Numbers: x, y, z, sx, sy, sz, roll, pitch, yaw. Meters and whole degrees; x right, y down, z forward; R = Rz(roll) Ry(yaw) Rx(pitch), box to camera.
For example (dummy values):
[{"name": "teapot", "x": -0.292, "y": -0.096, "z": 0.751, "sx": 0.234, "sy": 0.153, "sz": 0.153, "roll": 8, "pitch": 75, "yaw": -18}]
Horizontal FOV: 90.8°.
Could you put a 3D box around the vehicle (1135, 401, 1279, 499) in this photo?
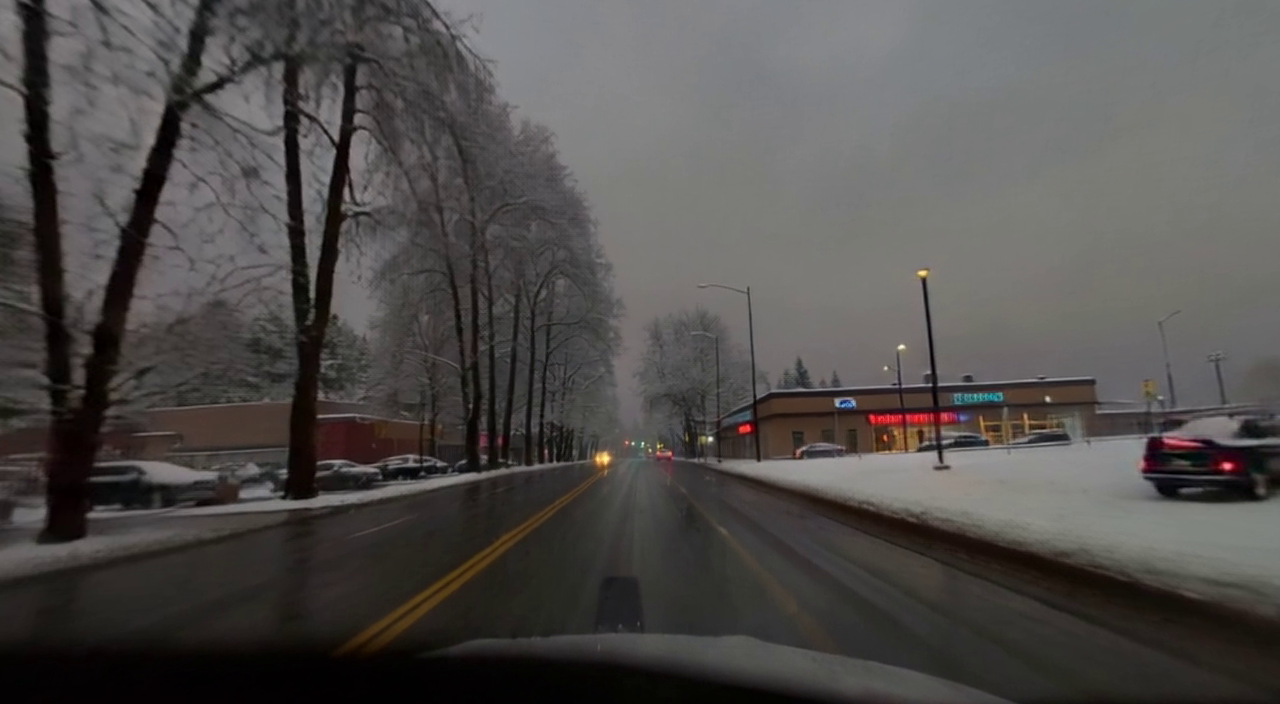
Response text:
[{"name": "vehicle", "x": 11.204, "y": 1.812, "z": 11.828, "sx": 4.587, "sy": 1.504, "sz": 1.928, "roll": 7, "pitch": -11, "yaw": -39}]

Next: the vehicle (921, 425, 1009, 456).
[{"name": "vehicle", "x": 25.168, "y": 6.878, "z": 49.041, "sx": 5.444, "sy": 1.901, "sz": 2.250, "roll": -4, "pitch": -9, "yaw": -3}]

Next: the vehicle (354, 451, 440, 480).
[{"name": "vehicle", "x": -15.215, "y": 7.131, "z": 39.708, "sx": 4.579, "sy": 1.701, "sz": 2.033, "roll": -1, "pitch": -9, "yaw": 1}]

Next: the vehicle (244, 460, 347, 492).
[{"name": "vehicle", "x": -15.987, "y": 5.755, "z": 29.439, "sx": 3.771, "sy": 1.404, "sz": 1.639, "roll": 0, "pitch": -9, "yaw": -2}]

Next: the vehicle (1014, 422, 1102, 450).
[{"name": "vehicle", "x": 32.342, "y": 6.524, "z": 48.960, "sx": 5.318, "sy": 1.849, "sz": 2.058, "roll": -2, "pitch": -9, "yaw": -3}]

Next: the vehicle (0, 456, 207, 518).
[{"name": "vehicle", "x": -16.289, "y": 4.061, "z": 19.295, "sx": 4.650, "sy": 1.700, "sz": 1.915, "roll": 0, "pitch": -9, "yaw": -2}]
